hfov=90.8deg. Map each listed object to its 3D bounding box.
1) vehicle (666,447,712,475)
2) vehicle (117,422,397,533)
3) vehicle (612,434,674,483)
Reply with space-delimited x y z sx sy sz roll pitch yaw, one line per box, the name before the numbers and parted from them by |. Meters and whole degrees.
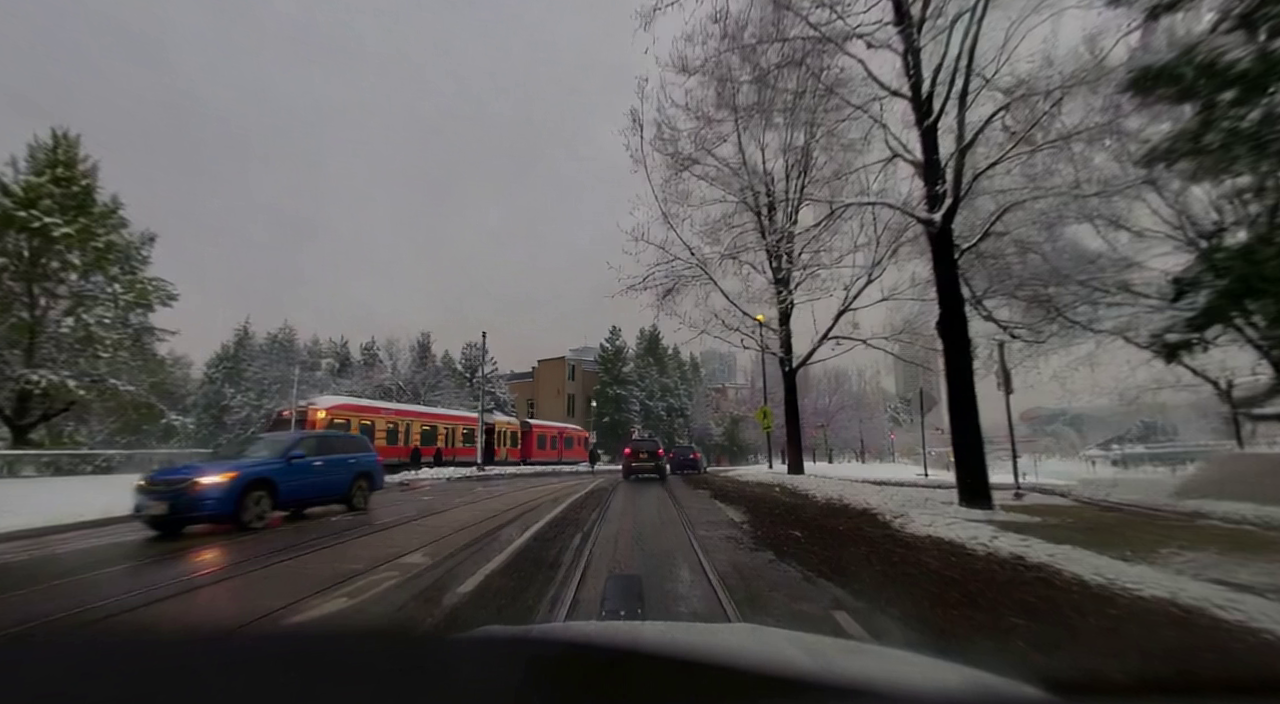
vehicle | 3.274 7.106 41.404 2.010 1.725 4.320 -3 -9 18
vehicle | -7.256 2.434 12.858 2.252 1.787 4.929 -1 -9 6
vehicle | 0.212 4.254 25.432 2.263 1.765 4.237 -1 -9 3
